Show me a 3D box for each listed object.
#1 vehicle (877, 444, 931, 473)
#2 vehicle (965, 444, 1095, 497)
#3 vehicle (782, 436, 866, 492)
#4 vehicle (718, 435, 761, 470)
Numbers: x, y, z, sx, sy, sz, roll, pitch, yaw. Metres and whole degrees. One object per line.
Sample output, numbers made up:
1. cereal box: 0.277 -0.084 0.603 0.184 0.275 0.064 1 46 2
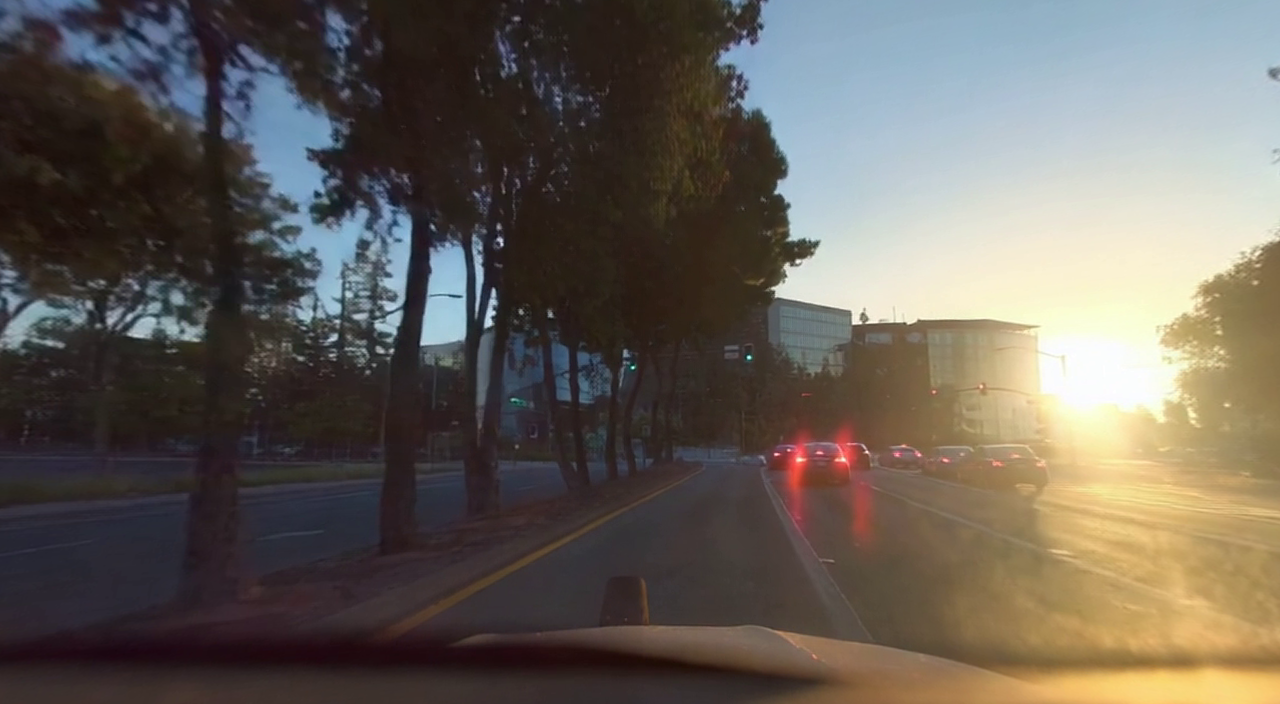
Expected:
1. vehicle: 15.257 6.146 36.624 1.901 1.484 4.093 -1 -8 8
2. vehicle: 12.090 3.659 19.924 1.884 1.422 4.262 -1 -8 8
3. vehicle: 5.757 3.513 20.210 2.078 1.578 4.107 -1 -8 10
4. vehicle: 5.636 5.664 35.783 2.245 1.800 4.522 -1 -8 8
